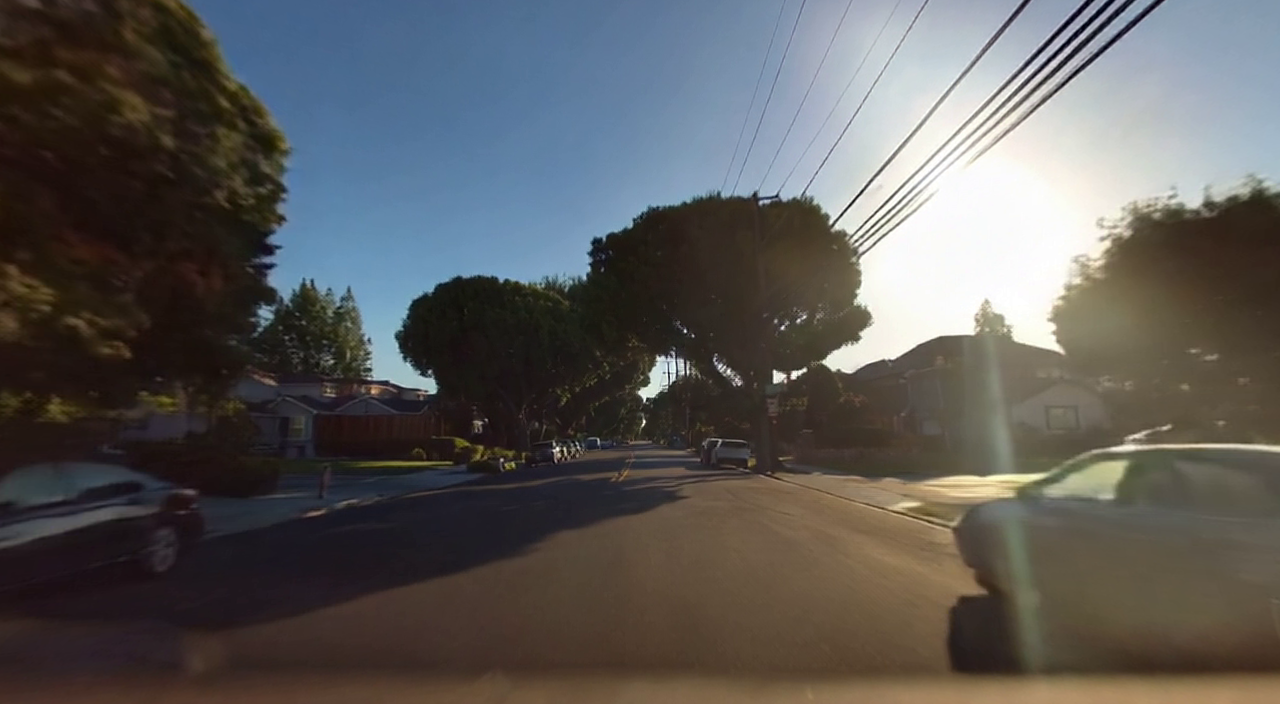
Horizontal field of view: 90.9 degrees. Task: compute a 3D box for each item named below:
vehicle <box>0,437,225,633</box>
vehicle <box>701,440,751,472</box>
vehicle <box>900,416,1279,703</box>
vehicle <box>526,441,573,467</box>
[{"bbox_3d":[-5.909,1.477,5.263,1.896,1.473,4.492,1,-7,-1],"label":"vehicle"},{"bbox_3d":[4.169,5.095,31.121,1.851,1.438,4.177,0,-8,0],"label":"vehicle"},{"bbox_3d":[3.842,1.236,4.164,2.037,1.484,4.871,0,-8,-2],"label":"vehicle"},{"bbox_3d":[-5.634,6.429,39.910,2.231,1.492,4.727,0,-8,1],"label":"vehicle"}]
